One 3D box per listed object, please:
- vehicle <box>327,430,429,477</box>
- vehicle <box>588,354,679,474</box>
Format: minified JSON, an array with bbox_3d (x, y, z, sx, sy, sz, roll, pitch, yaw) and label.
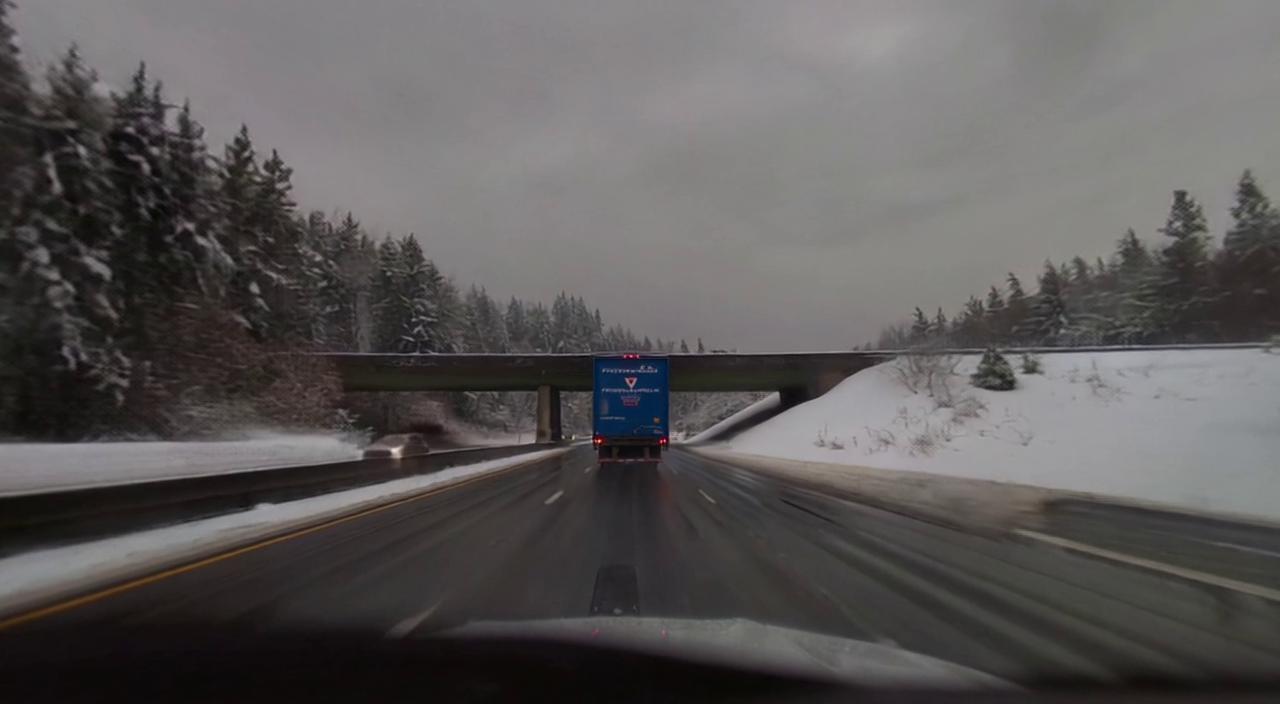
[{"bbox_3d":[-8.997,3.497,22.027,1.872,1.461,3.966,0,-8,0],"label":"vehicle"},{"bbox_3d":[-0.442,2.646,25.442,2.895,3.861,10.213,0,-8,-2],"label":"vehicle"}]
